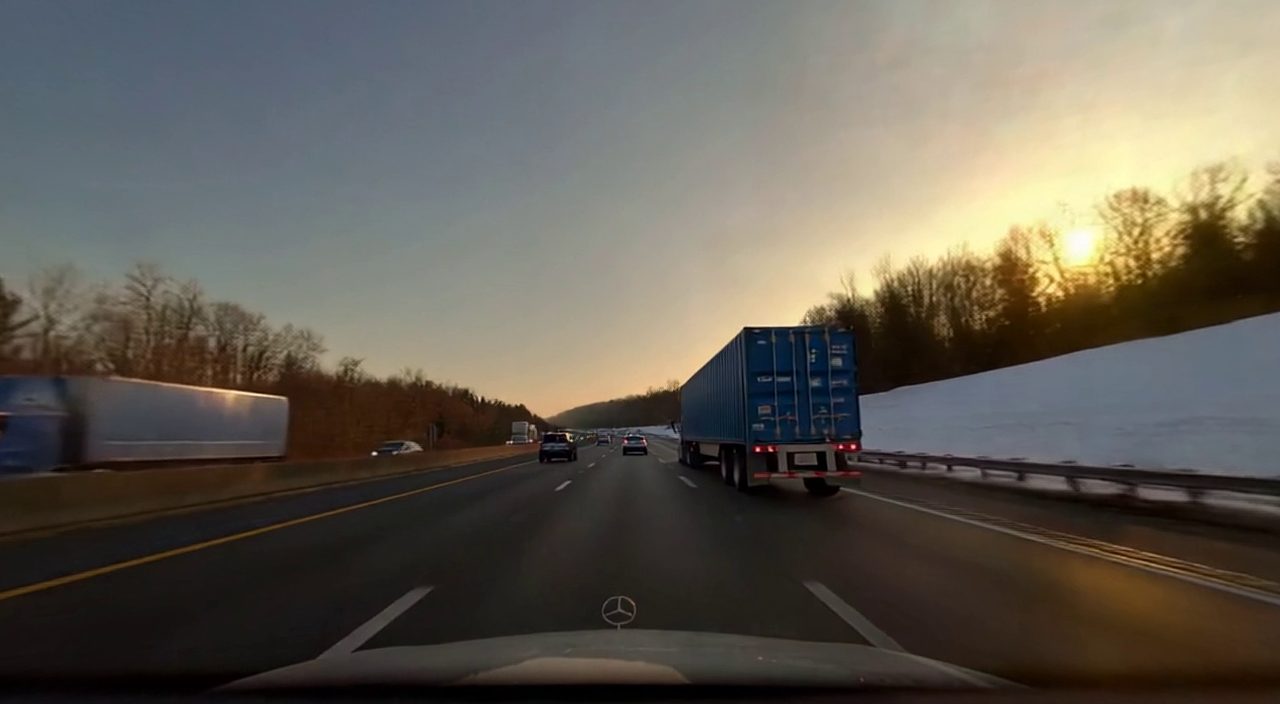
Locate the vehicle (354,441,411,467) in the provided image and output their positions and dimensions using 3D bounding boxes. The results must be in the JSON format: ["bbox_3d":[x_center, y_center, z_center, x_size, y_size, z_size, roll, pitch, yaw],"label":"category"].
[{"bbox_3d":[-15.890,6.291,38.957,1.911,1.505,3.954,0,-8,-1],"label":"vehicle"}]

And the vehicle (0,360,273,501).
[{"bbox_3d":[-20.017,3.178,24.783,2.933,4.036,14.065,0,-8,-1],"label":"vehicle"}]

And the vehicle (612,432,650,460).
[{"bbox_3d":[-0.543,5.562,37.460,2.088,1.567,4.240,0,-8,-1],"label":"vehicle"}]

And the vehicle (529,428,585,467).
[{"bbox_3d":[-3.819,4.454,29.610,2.054,1.671,4.445,0,-8,0],"label":"vehicle"}]

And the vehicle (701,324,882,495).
[{"bbox_3d":[3.785,1.796,18.131,2.883,3.836,7.894,0,-8,-3],"label":"vehicle"}]
